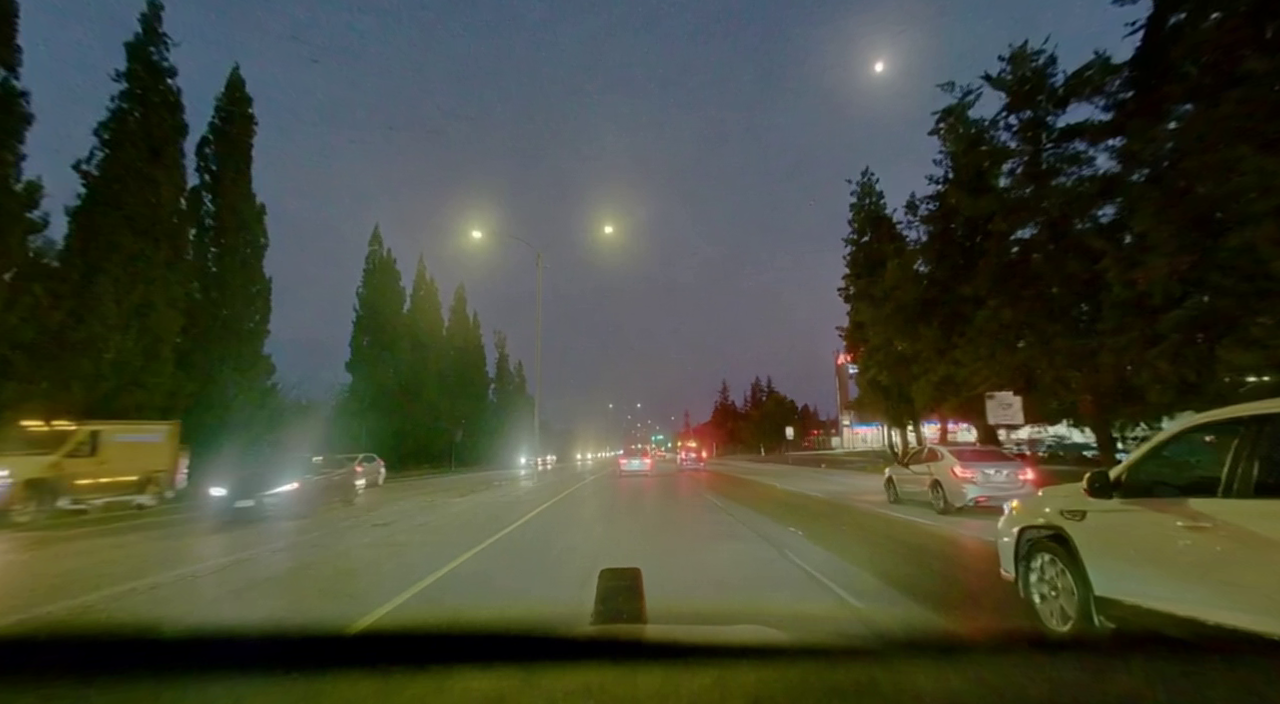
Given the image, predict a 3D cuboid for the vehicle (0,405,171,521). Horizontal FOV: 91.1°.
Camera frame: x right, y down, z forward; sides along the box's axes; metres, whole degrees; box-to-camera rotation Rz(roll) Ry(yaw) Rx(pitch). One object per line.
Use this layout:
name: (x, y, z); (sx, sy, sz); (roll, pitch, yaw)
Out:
vehicle: (-16.072, 2.900, 16.694); (2.450, 2.674, 5.904); (0, -8, 1)

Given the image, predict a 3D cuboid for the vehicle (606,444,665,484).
vehicle: (-0.183, 4.749, 26.937); (2.315, 1.563, 4.080); (0, -8, 0)

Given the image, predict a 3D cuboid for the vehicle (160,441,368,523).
vehicle: (-8.846, 3.055, 15.404); (2.253, 1.699, 4.438); (0, -9, 1)

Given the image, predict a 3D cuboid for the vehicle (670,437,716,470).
vehicle: (3.648, 7.192, 44.613); (2.716, 2.131, 5.766); (0, -8, 0)

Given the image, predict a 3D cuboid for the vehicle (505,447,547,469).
vehicle: (-8.498, 7.918, 47.099); (2.082, 1.588, 4.710); (0, -9, 2)

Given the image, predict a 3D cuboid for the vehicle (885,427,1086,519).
vehicle: (7.558, 2.672, 14.391); (2.090, 1.768, 4.407); (0, -8, 0)

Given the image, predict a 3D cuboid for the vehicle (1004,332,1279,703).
vehicle: (3.597, 0.741, 2.033); (2.090, 1.763, 4.560); (0, -8, 0)
